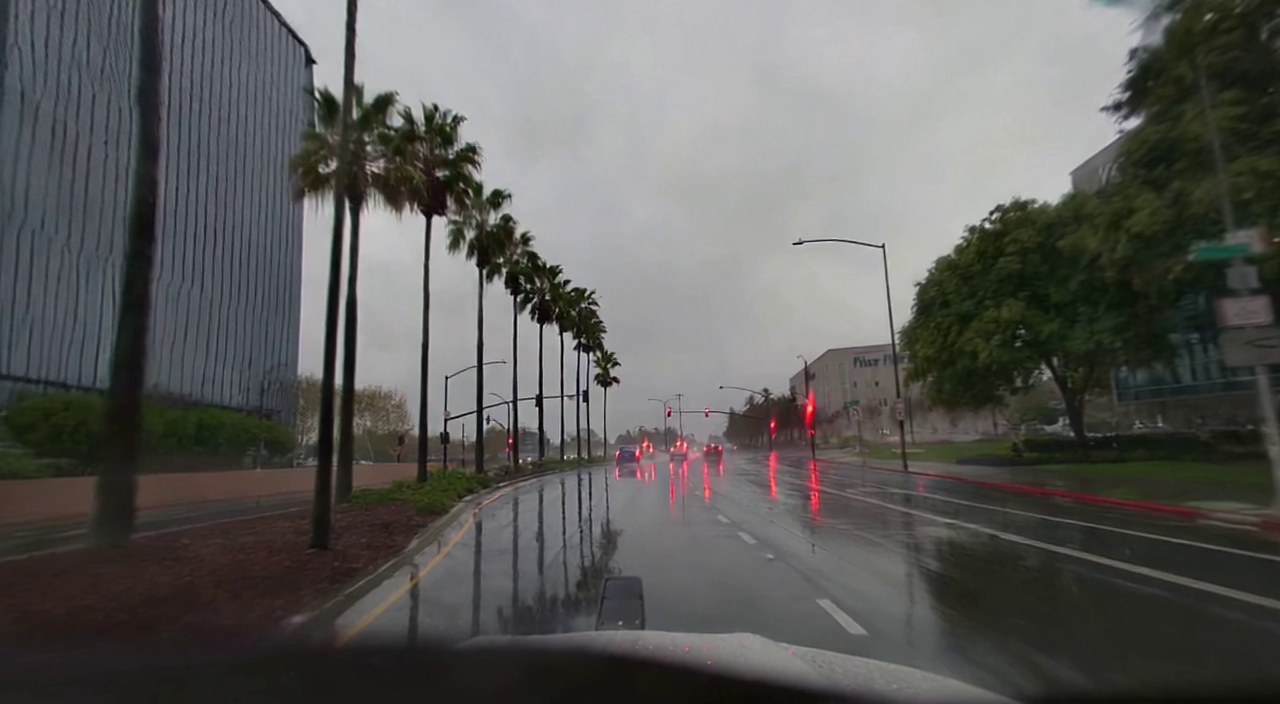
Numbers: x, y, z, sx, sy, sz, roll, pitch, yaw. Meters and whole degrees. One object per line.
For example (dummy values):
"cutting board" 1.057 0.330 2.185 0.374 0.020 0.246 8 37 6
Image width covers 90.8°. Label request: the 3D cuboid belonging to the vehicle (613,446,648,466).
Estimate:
"vehicle" -0.688 8.100 49.441 1.962 1.480 4.605 -2 -9 9
